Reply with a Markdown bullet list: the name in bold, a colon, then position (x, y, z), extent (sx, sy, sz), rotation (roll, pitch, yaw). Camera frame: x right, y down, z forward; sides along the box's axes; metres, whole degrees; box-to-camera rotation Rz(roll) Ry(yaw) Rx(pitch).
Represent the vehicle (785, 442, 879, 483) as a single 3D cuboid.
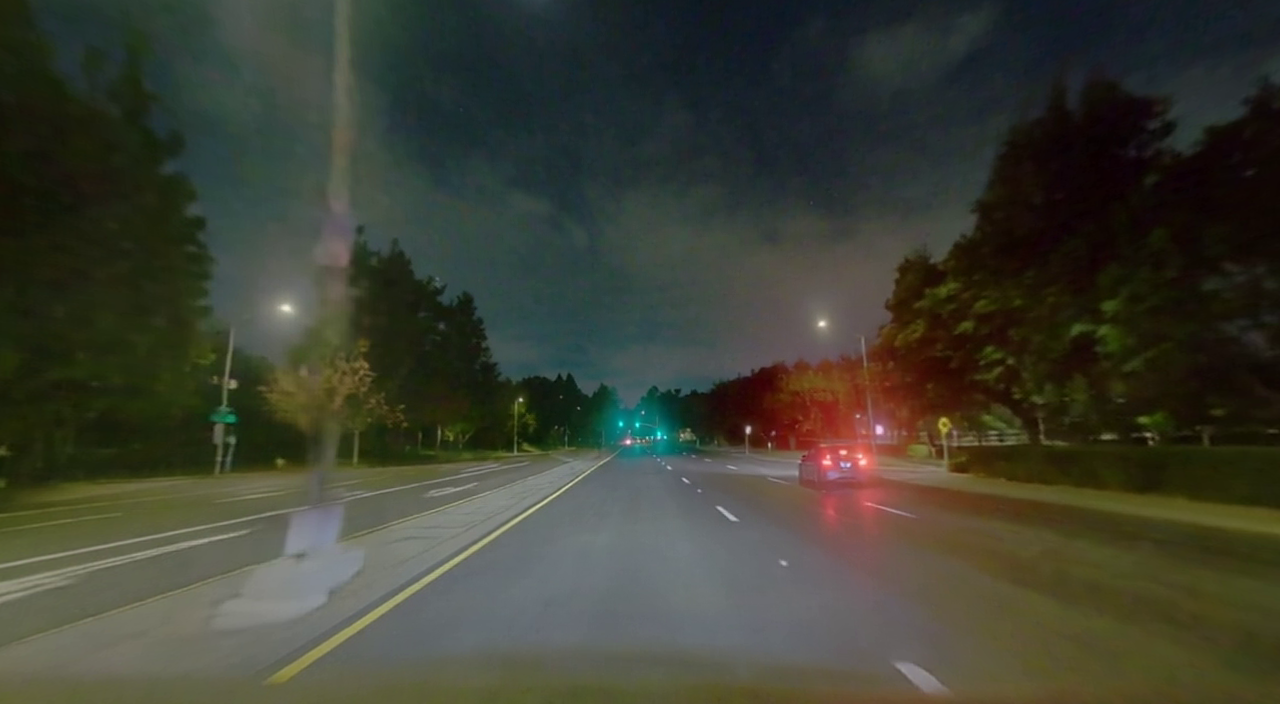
- **vehicle**: position (7.174, 4.157, 24.037), extent (2.054, 1.421, 4.487), rotation (0, -8, -1)
